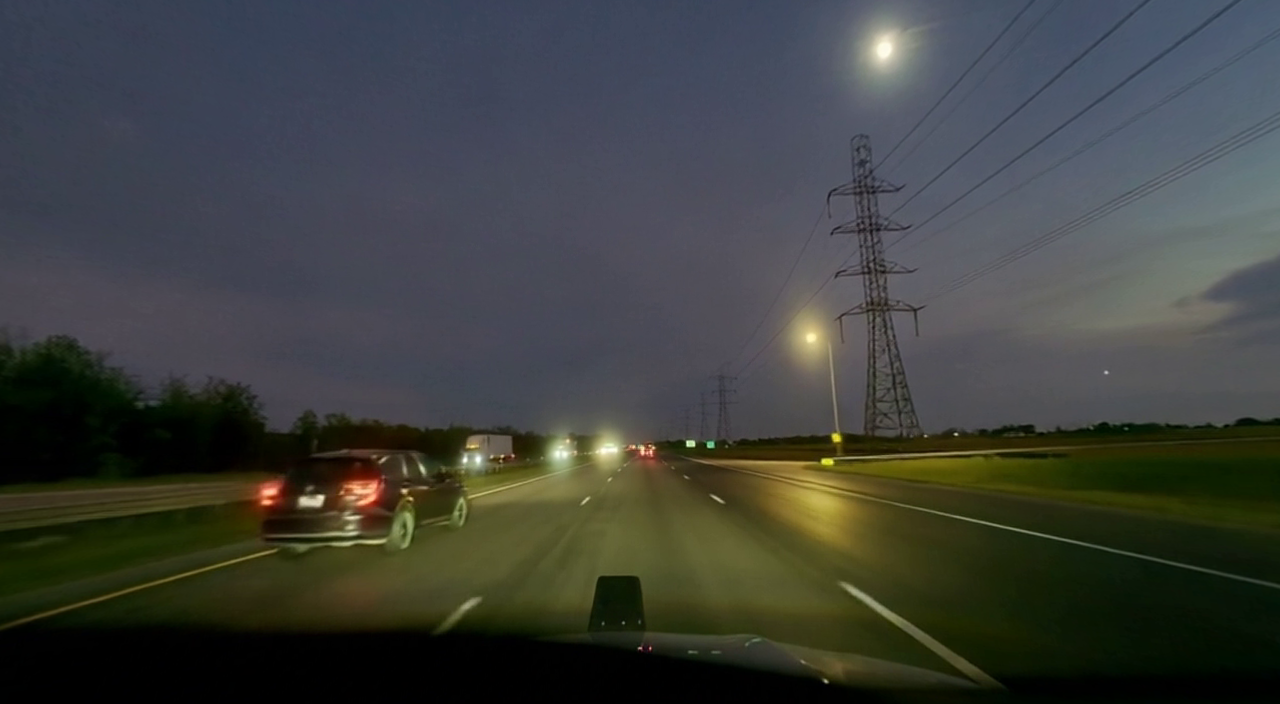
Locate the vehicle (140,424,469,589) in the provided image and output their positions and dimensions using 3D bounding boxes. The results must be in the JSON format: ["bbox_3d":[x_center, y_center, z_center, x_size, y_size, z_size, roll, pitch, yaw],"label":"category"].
[{"bbox_3d":[-3.787,1.807,8.161,1.924,1.550,4.165,0,-9,0],"label":"vehicle"}]
